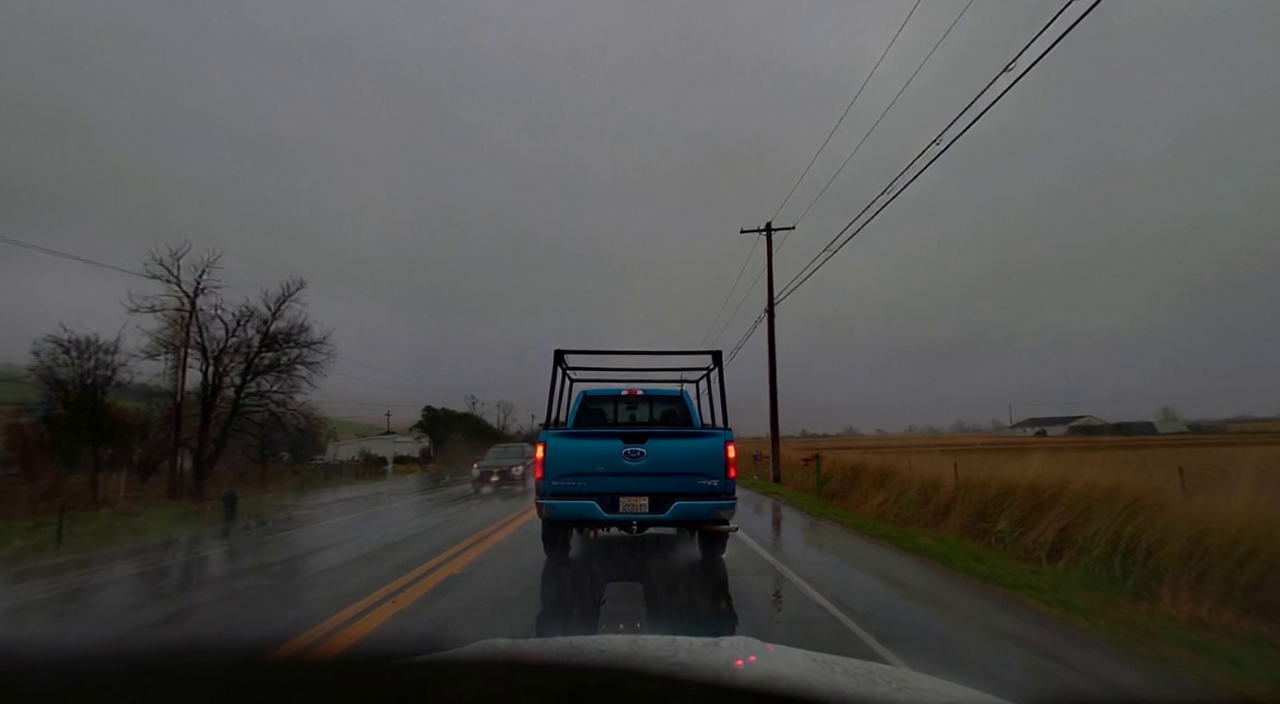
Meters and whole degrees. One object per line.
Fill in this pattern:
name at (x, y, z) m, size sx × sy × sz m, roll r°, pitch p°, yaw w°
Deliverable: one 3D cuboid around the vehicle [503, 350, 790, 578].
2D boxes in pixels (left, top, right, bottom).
vehicle at (-0.017, 1.667, 10.166) m, size 2.912 × 2.320 × 7.292 m, roll 0°, pitch -8°, yaw -1°
